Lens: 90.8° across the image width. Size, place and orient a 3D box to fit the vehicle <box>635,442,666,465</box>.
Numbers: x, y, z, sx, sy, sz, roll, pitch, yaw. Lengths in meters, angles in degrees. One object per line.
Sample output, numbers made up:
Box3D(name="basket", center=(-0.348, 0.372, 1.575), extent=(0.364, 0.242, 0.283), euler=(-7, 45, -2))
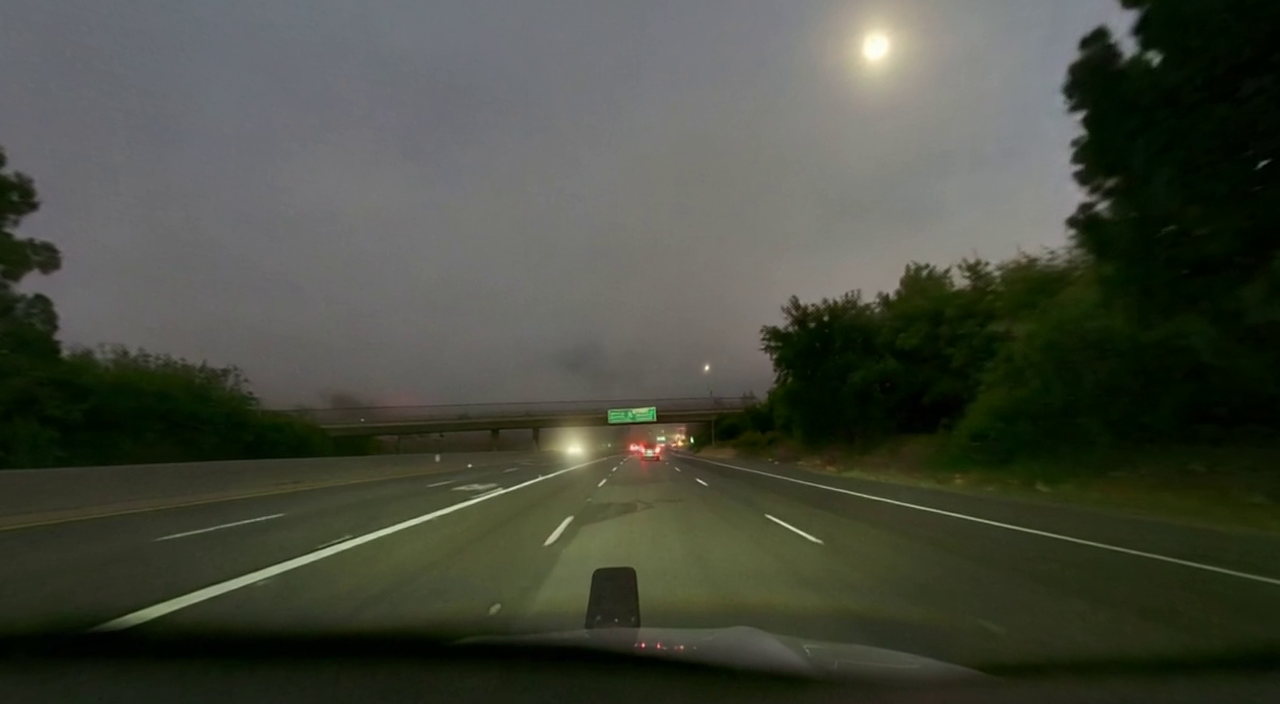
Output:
Box3D(name="vehicle", center=(0.634, 6.806, 42.433), extent=(1.970, 1.477, 4.158), euler=(0, -9, -1))
